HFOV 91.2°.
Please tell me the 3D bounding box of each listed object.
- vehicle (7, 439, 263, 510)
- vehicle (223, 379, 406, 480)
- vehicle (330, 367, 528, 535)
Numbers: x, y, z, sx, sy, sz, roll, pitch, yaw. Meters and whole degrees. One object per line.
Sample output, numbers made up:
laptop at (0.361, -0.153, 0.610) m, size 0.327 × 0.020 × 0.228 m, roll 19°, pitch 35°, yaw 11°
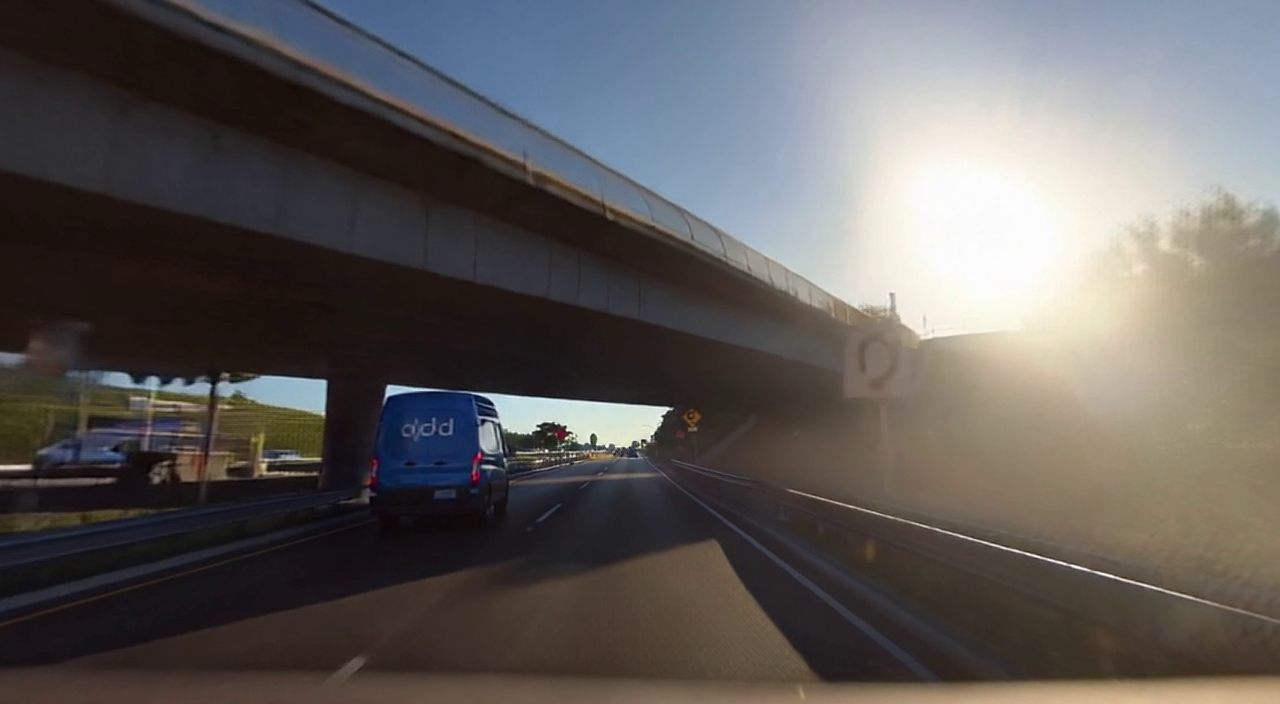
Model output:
vehicle at (-12.151, 2.943, 15.486) m, size 4.396 × 1.557 × 1.952 m, roll 2°, pitch -9°, yaw -15°
vehicle at (-14.715, 3.598, 28.153) m, size 8.365 × 3.958 × 3.166 m, roll -6°, pitch -10°, yaw 31°
vehicle at (-3.953, 2.098, 13.520) m, size 2.463 × 2.640 × 7.034 m, roll 1°, pitch -9°, yaw -6°
